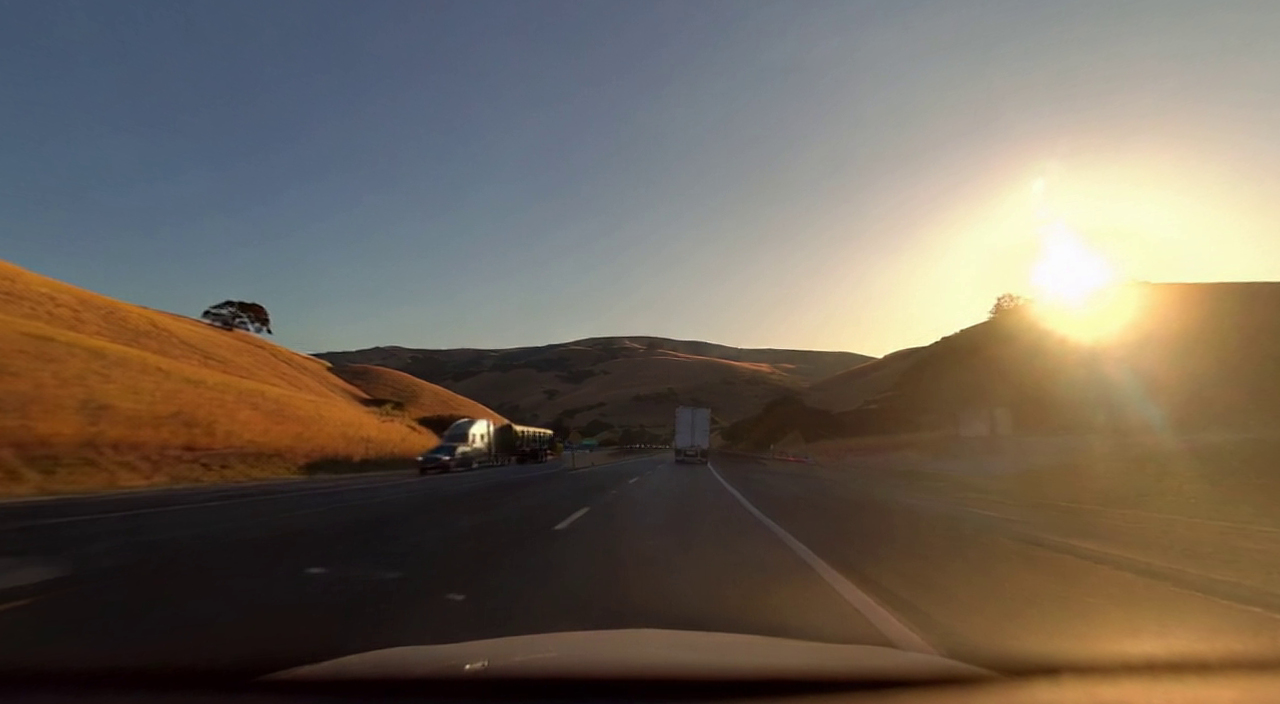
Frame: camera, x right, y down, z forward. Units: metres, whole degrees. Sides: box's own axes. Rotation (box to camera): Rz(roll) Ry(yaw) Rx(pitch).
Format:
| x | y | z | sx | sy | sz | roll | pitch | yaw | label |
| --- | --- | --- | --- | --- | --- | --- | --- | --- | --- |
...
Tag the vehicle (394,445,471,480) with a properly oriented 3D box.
| x | y | z | sx | sy | sz | roll | pitch | yaw | label |
| --- | --- | --- | --- | --- | --- | --- | --- | --- | --- |
| -10.354 | 5.508 | 31.817 | 1.985 | 1.610 | 4.553 | -1 | -9 | 5 | vehicle |
